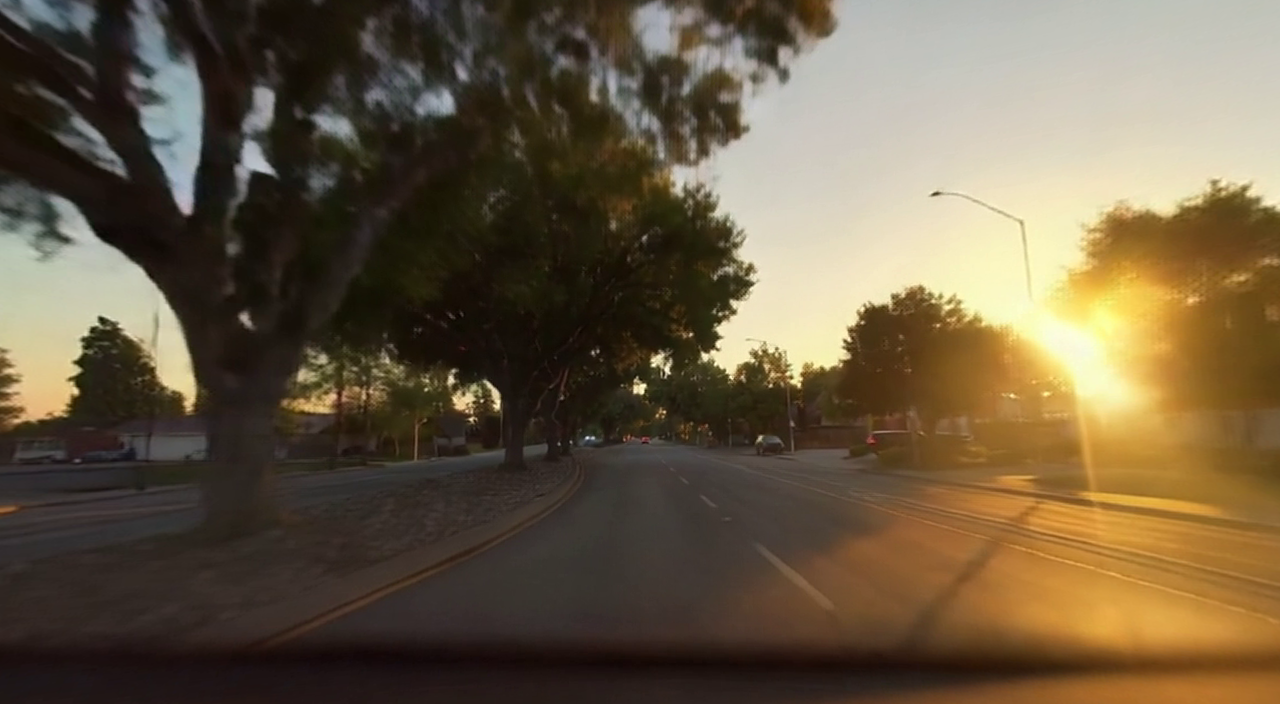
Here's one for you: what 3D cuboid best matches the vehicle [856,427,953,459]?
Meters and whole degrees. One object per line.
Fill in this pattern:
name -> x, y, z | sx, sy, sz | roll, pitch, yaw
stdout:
vehicle -> 15.323, 5.312, 36.780 | 4.605, 1.779, 2.135 | 0, -9, -1

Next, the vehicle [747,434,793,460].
vehicle -> 9.197, 6.759, 44.966 | 2.096, 1.703, 4.583 | 0, -9, -3
